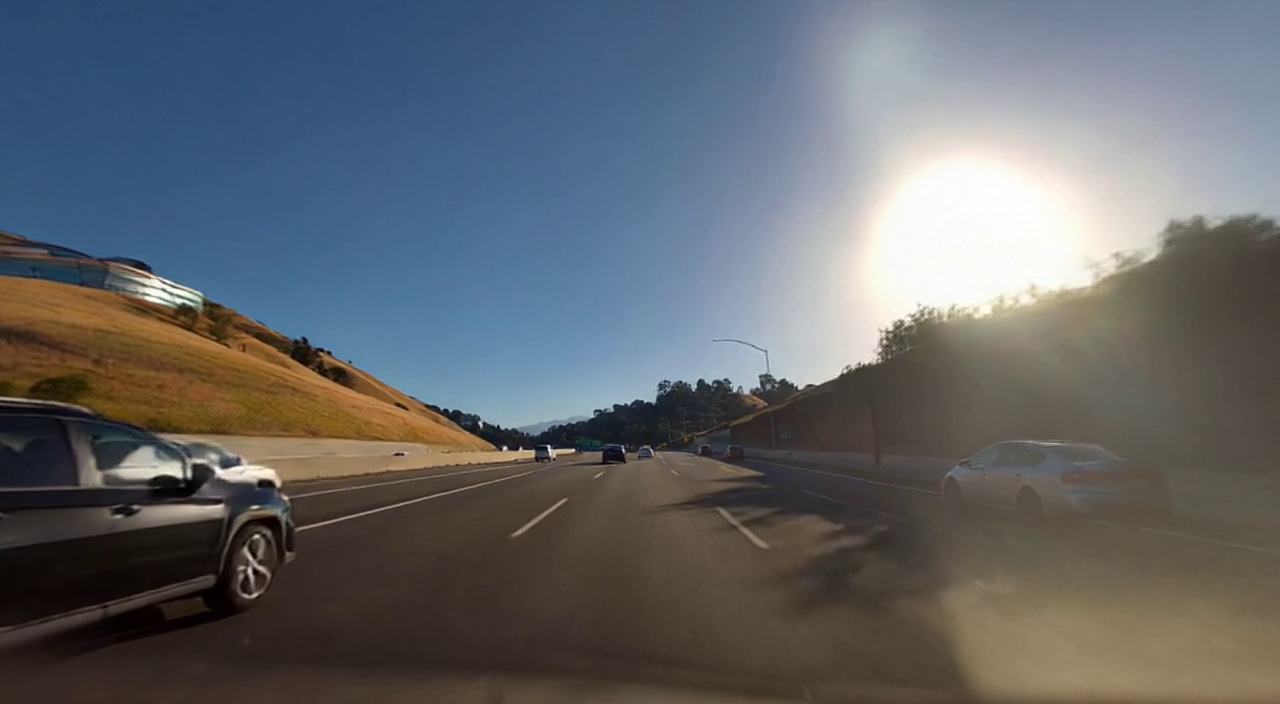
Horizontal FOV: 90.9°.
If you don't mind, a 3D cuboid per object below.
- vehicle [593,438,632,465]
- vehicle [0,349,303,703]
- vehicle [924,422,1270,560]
[{"bbox_3d":[-1.964,7.309,46.409,2.172,1.824,5.031,-1,-8,5],"label":"vehicle"},{"bbox_3d":[-3.940,0.834,2.585,2.210,1.730,5.133,0,-8,1],"label":"vehicle"},{"bbox_3d":[6.541,2.011,9.921,2.122,1.646,4.491,0,-8,1],"label":"vehicle"}]
